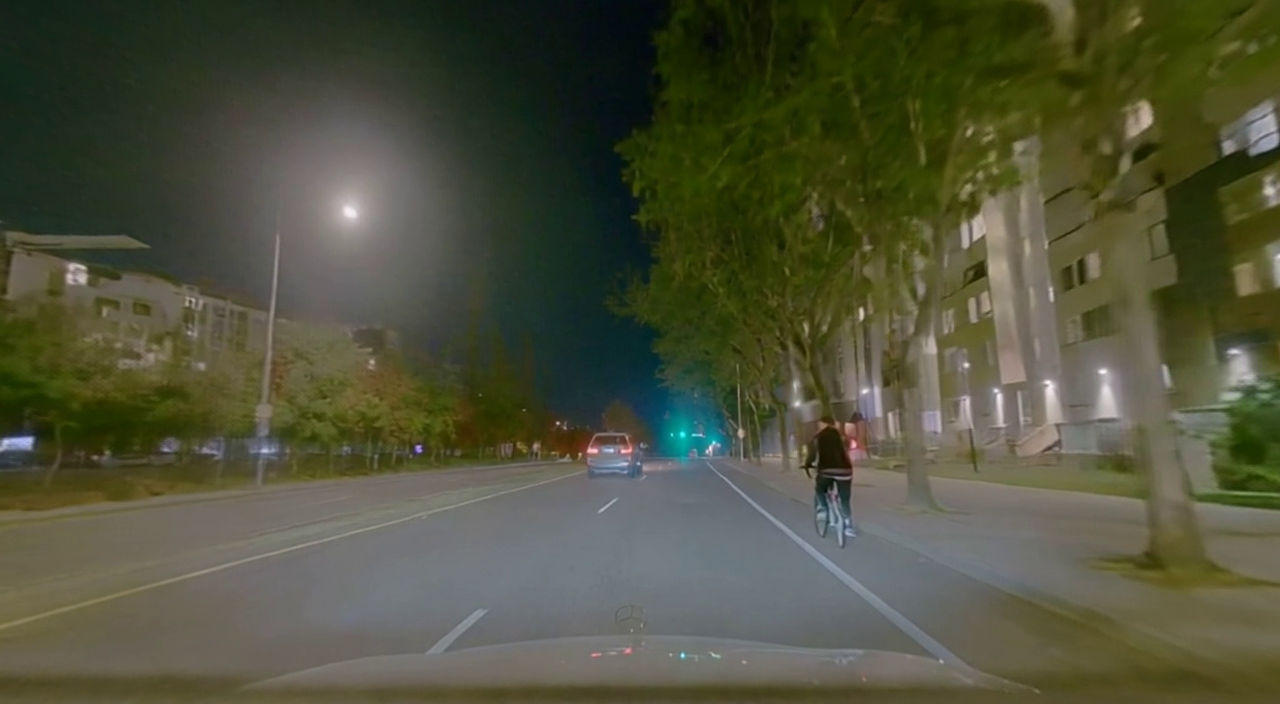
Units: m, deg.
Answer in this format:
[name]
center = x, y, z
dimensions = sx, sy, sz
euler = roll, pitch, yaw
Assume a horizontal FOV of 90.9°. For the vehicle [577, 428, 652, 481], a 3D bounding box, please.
[vehicle]
center = -0.866, 3.997, 24.959
dimensions = 2.294, 1.859, 5.127
euler = -1, -8, 5
